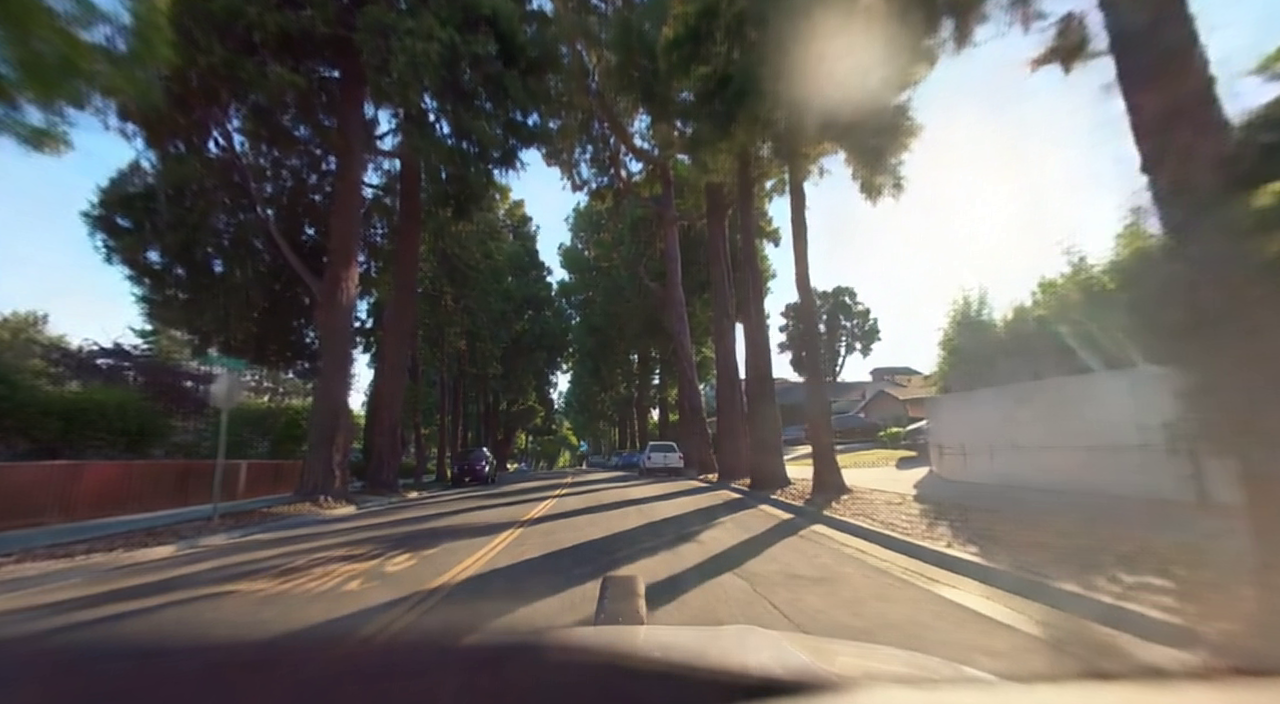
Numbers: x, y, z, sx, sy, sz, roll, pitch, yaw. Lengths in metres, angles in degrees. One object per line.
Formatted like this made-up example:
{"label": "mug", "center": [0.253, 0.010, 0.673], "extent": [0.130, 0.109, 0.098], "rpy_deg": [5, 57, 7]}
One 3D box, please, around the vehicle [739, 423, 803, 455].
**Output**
{"label": "vehicle", "center": [8.308, 5.512, 39.890], "extent": [2.100, 1.857, 4.611], "rpy_deg": [-7, -10, 37]}

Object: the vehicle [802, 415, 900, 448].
{"label": "vehicle", "center": [11.202, 4.294, 33.825], "extent": [4.639, 1.634, 2.005], "rpy_deg": [-2, -8, 10]}

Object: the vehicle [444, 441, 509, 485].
{"label": "vehicle", "center": [-7.368, 4.989, 28.979], "extent": [2.155, 1.729, 4.799], "rpy_deg": [0, -7, -6]}

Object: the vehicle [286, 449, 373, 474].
{"label": "vehicle", "center": [-18.956, 6.679, 38.611], "extent": [4.527, 1.466, 1.880], "rpy_deg": [-2, -9, 11]}

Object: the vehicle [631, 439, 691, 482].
{"label": "vehicle", "center": [0.911, 5.077, 30.003], "extent": [2.229, 1.826, 4.611], "rpy_deg": [0, -8, -6]}

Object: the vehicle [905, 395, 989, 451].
{"label": "vehicle", "center": [11.139, 2.704, 23.263], "extent": [1.880, 1.626, 4.495], "rpy_deg": [-2, -12, 15]}
